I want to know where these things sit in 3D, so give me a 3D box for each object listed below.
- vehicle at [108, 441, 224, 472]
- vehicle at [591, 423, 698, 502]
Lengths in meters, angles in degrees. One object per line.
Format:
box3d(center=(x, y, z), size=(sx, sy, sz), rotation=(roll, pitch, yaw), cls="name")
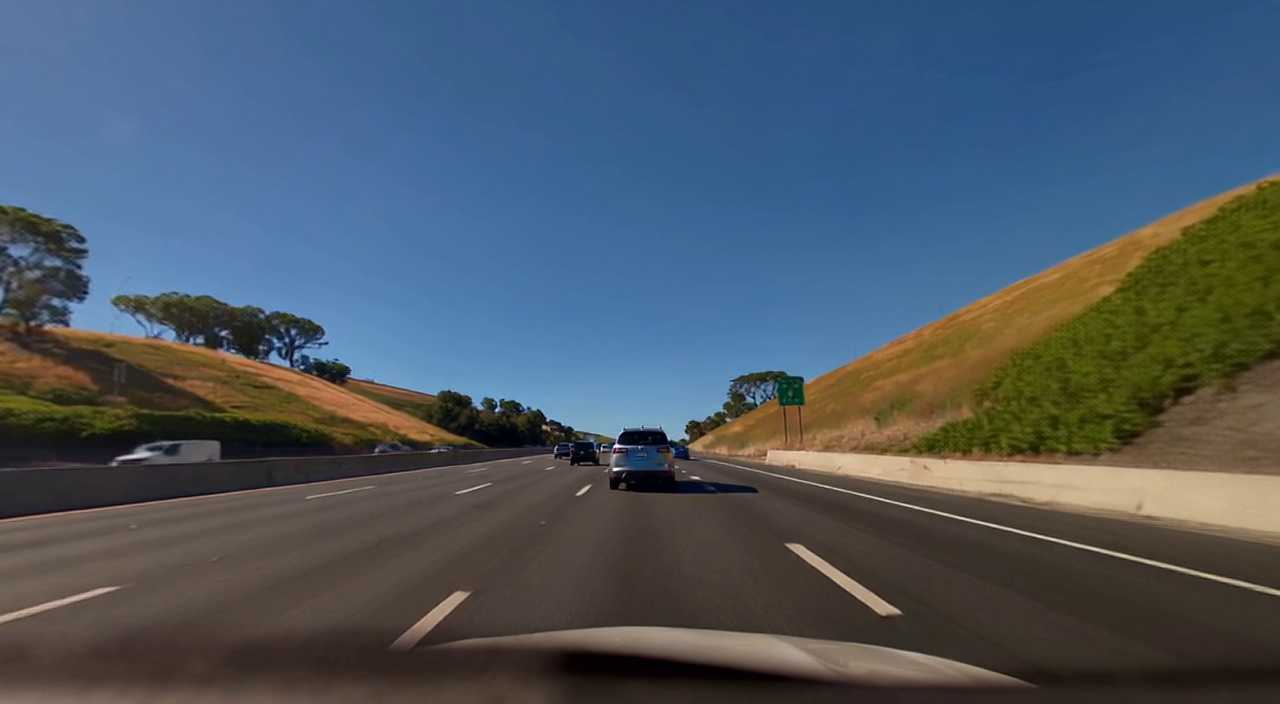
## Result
box3d(center=(-27.845, 6.140, 37.396), size=(2.221, 1.698, 5.860), rotation=(0, -9, 1), cls="vehicle")
box3d(center=(0.113, 2.872, 16.693), size=(2.447, 1.804, 4.273), rotation=(0, -9, 0), cls="vehicle")
